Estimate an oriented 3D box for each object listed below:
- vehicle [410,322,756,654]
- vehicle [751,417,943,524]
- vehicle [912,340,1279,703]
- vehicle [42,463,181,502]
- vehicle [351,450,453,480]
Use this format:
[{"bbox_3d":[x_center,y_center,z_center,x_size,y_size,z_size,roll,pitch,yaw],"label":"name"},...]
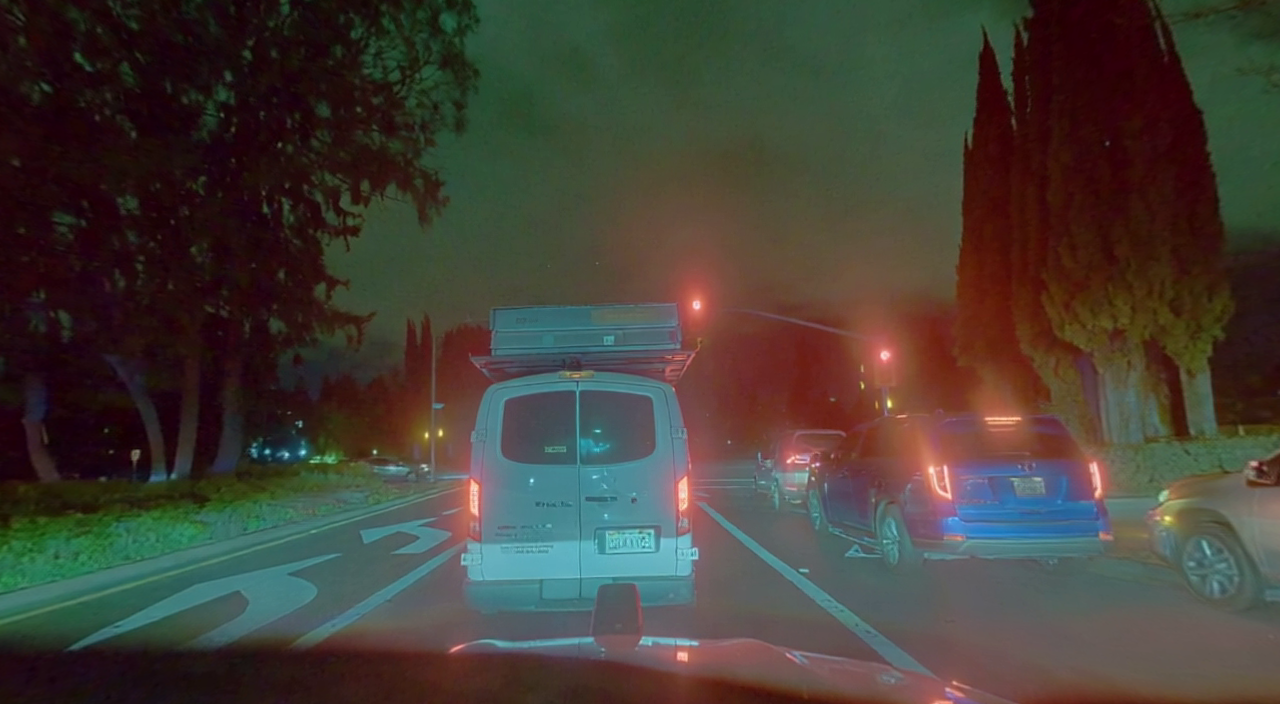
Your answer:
[{"bbox_3d":[-0.360,1.154,6.197,2.145,2.089,4.309,0,-9,0],"label":"vehicle"},{"bbox_3d":[3.703,2.214,12.287,2.024,1.692,4.252,1,-9,-4],"label":"vehicle"},{"bbox_3d":[3.464,0.936,3.413,1.965,1.671,4.146,0,-9,-3],"label":"vehicle"},{"bbox_3d":[-24.267,5.982,29.174,4.501,1.613,1.852,1,-9,-8],"label":"vehicle"},{"bbox_3d":[-12.560,5.945,33.425,4.708,1.474,1.871,5,-10,-30],"label":"vehicle"}]
